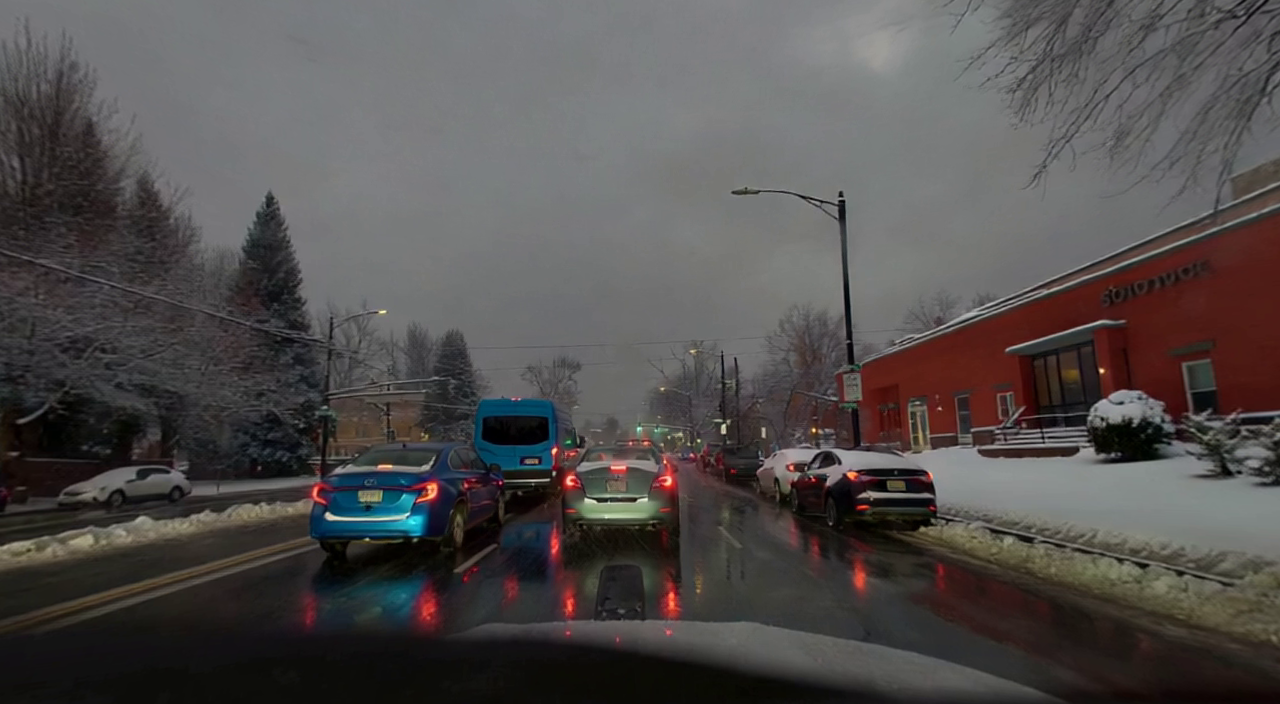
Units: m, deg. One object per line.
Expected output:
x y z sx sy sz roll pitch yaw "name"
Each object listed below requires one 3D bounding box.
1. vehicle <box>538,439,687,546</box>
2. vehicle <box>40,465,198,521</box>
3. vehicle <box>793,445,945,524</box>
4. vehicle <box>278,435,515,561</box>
-0.393 2.348 11.231 2.152 1.518 4.113 0 -9 0 "vehicle"
-17.878 4.800 21.933 1.802 1.609 4.284 0 -9 0 "vehicle"
4.902 2.864 14.176 1.832 1.491 4.054 1 -9 -1 "vehicle"
-3.517 2.181 10.200 1.995 1.554 4.426 0 -9 1 "vehicle"
